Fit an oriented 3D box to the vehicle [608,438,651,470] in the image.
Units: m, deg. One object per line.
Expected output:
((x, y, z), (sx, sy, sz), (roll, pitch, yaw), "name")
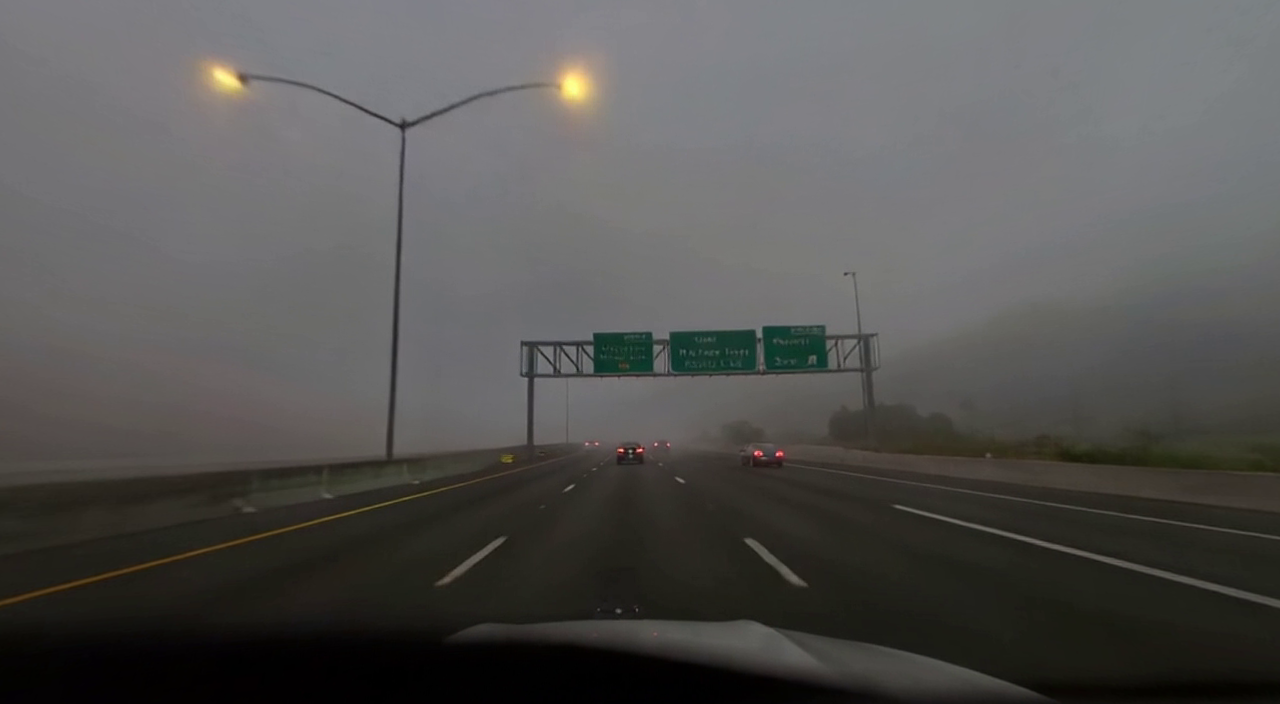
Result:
((-0.512, 5.024, 31.173), (1.985, 1.457, 4.227), (0, -9, -1), "vehicle")

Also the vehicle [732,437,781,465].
((6.687, 5.752, 36.774), (1.935, 1.478, 4.433), (0, -9, -1), "vehicle")
